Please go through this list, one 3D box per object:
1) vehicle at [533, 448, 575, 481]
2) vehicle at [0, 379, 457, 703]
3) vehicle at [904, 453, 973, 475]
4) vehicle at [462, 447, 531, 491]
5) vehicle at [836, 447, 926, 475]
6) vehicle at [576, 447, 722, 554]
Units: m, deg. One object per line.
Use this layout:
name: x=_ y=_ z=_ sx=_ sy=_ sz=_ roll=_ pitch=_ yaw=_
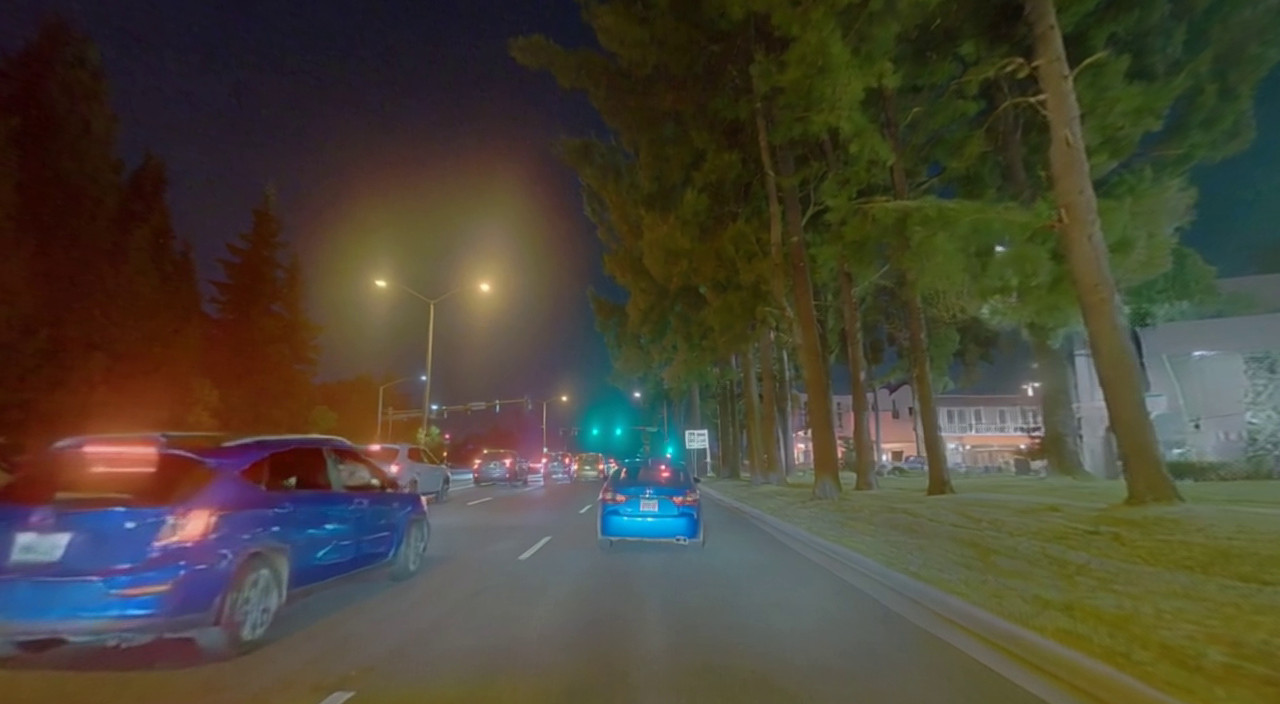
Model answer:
vehicle: x=-6.324 y=8.364 z=47.096 sx=2.348 sy=2.250 sz=5.004 roll=0 pitch=-9 yaw=1
vehicle: x=-3.483 y=1.359 z=5.784 sx=2.055 sy=1.725 sz=4.732 roll=0 pitch=-9 yaw=1
vehicle: x=22.580 y=8.465 z=47.647 sx=4.220 sy=1.550 sz=1.935 roll=-10 pitch=-13 yaw=43
vehicle: x=-6.697 y=5.470 z=29.959 sx=2.130 sy=1.900 sz=4.470 roll=0 pitch=-9 yaw=1
vehicle: x=18.349 y=8.286 z=48.145 sx=5.852 sy=1.962 sz=2.323 roll=-8 pitch=-12 yaw=42
vehicle: x=0.170 y=2.434 z=11.069 sx=2.091 sy=1.494 sz=3.962 roll=0 pitch=-9 yaw=1
